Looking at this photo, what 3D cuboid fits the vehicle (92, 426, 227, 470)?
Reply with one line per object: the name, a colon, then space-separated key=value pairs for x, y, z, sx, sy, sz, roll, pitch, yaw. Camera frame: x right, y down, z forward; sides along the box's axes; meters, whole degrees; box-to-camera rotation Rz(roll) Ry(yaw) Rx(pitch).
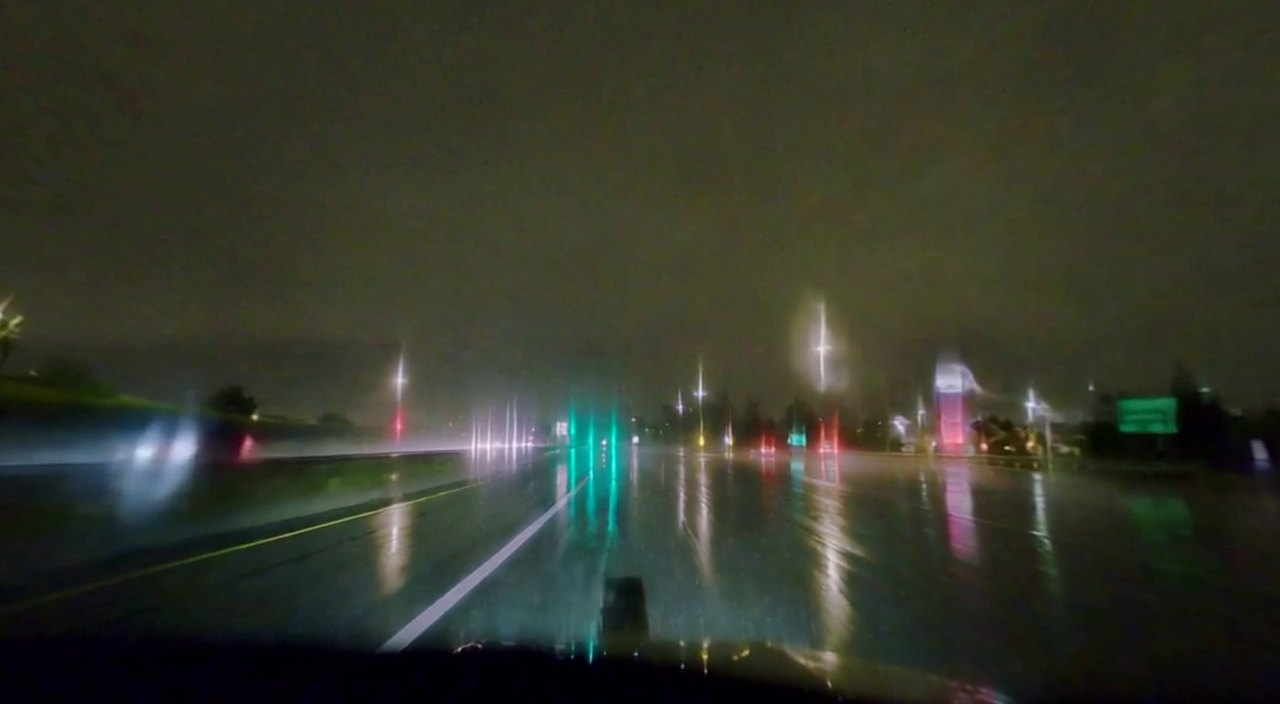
vehicle: x=-21.062 y=4.237 z=27.978 sx=2.173 sy=1.742 sz=4.918 roll=0 pitch=-8 yaw=-1
